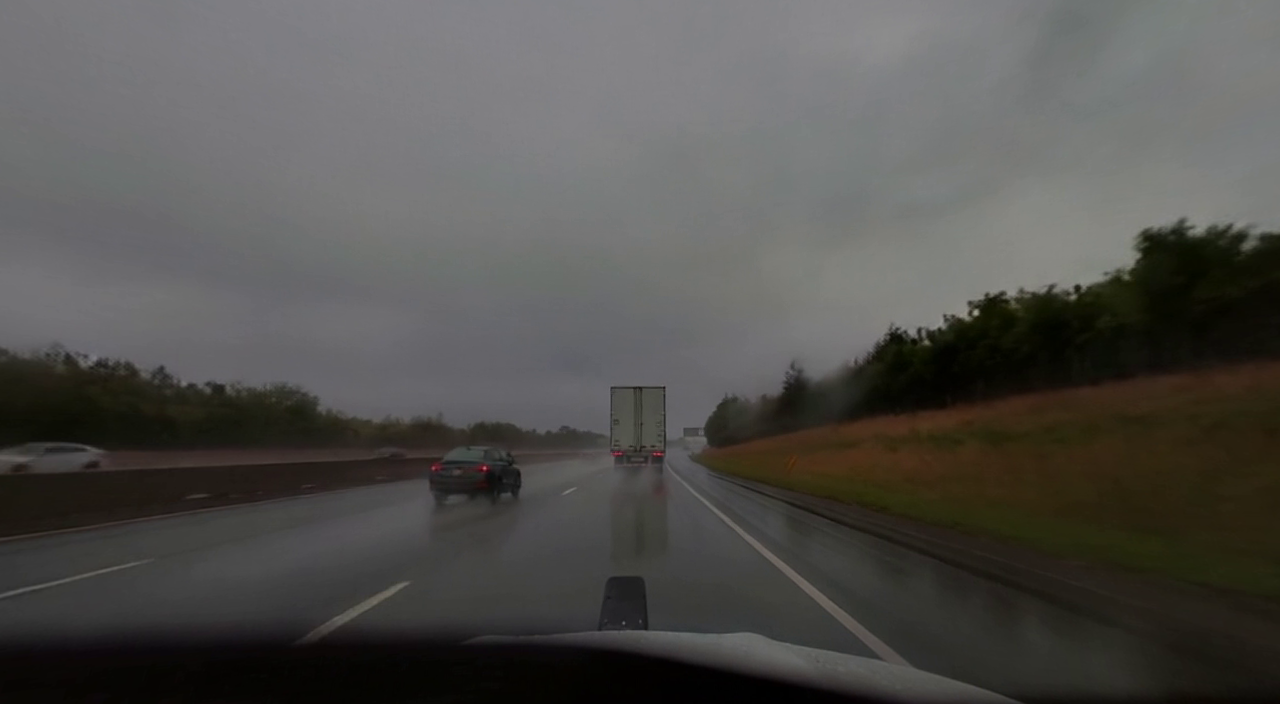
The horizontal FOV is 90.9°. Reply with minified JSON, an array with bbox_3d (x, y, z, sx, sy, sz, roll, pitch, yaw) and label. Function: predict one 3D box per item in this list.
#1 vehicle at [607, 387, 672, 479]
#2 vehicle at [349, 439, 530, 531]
[{"bbox_3d":[0.063,4.721,35.660,2.851,4.098,14.436,-1,-8,1],"label":"vehicle"},{"bbox_3d":[-3.638,2.509,12.480,2.092,1.465,4.448,0,-9,0],"label":"vehicle"}]
